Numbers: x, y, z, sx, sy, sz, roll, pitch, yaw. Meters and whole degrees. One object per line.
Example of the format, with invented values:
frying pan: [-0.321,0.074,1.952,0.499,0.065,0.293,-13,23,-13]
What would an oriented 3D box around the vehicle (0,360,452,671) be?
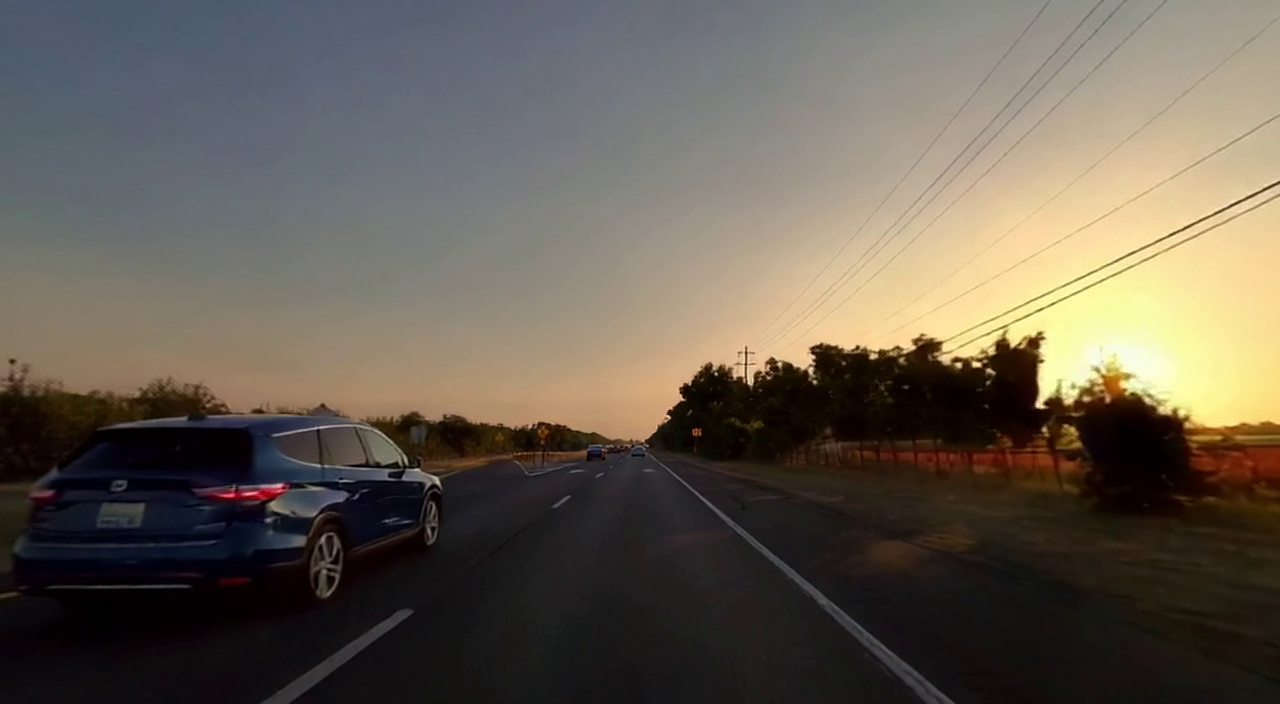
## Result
vehicle: [-3.637,1.337,6.254,2.173,1.863,4.786,0,-9,-2]
